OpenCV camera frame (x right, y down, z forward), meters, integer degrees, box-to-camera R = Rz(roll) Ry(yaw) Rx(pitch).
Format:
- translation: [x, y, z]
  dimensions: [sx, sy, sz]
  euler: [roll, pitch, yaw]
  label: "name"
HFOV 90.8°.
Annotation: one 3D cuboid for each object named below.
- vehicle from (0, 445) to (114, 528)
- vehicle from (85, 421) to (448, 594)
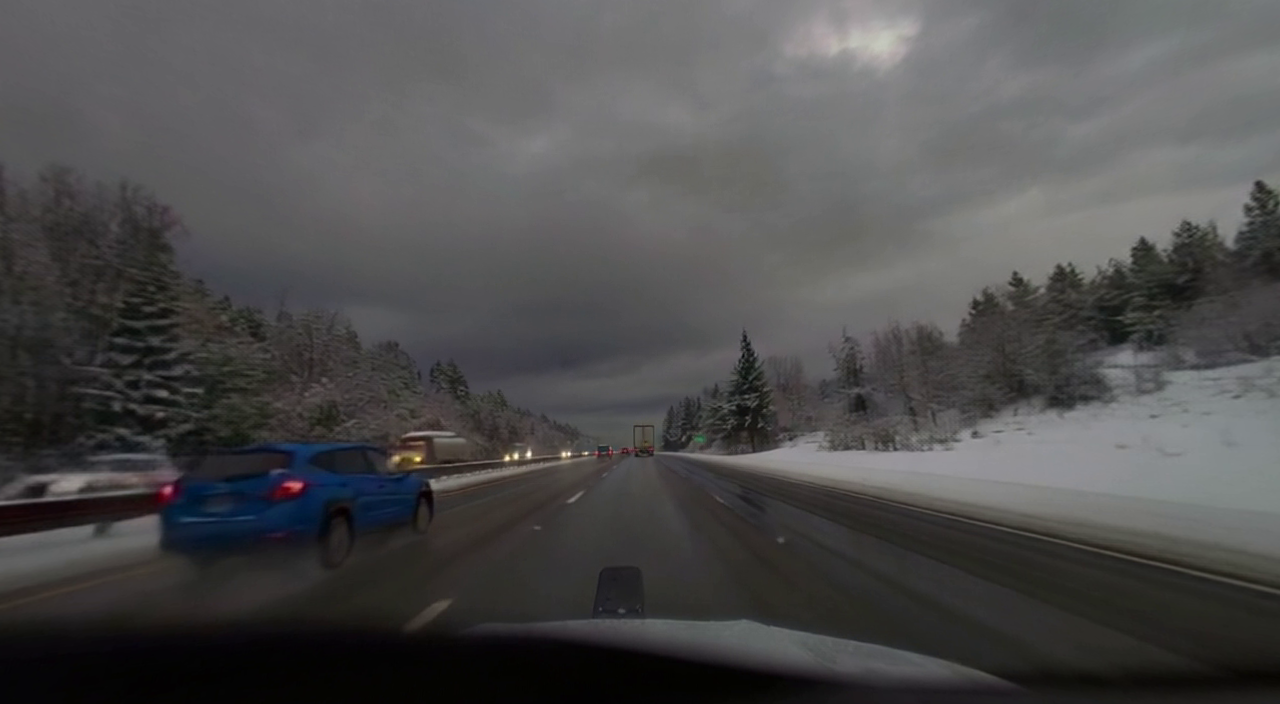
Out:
- translation: [-12.407, 2.462, 11.537]
  dimensions: [1.729, 1.480, 4.428]
  euler: [-1, -9, 0]
  label: "vehicle"
- translation: [-3.994, 1.718, 7.722]
  dimensions: [2.018, 1.548, 3.849]
  euler: [-1, -9, 1]
  label: "vehicle"
